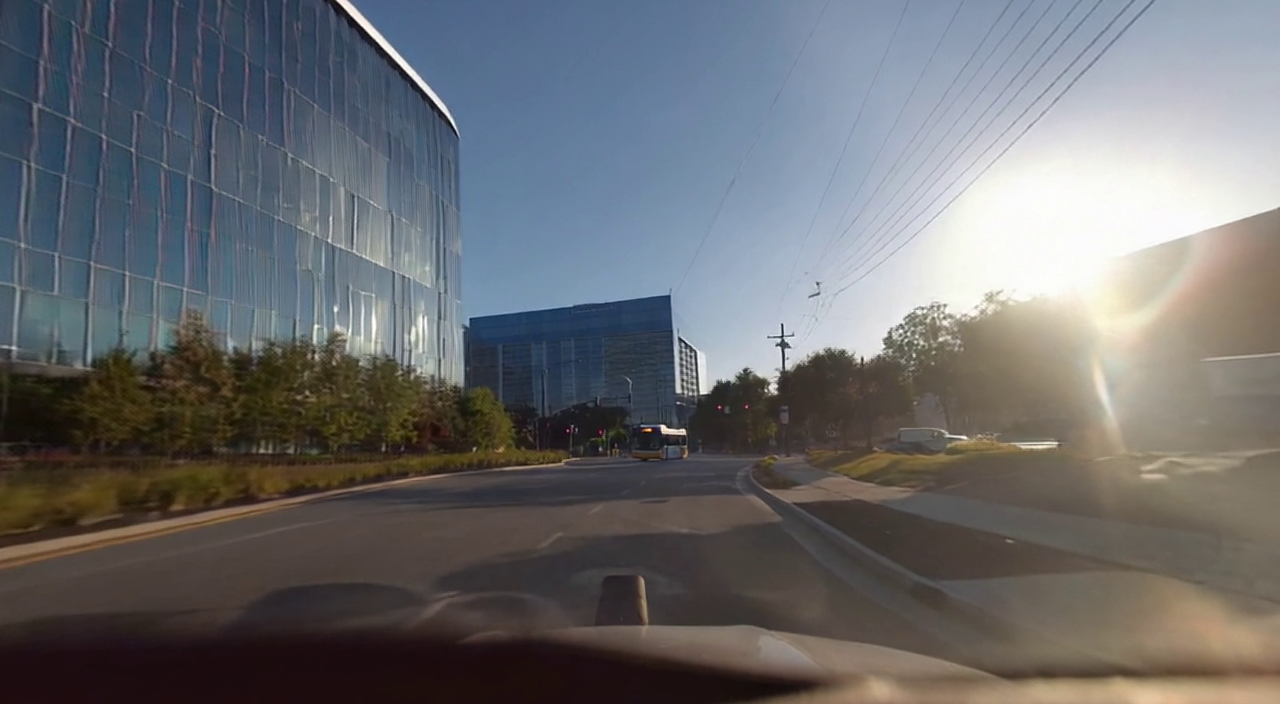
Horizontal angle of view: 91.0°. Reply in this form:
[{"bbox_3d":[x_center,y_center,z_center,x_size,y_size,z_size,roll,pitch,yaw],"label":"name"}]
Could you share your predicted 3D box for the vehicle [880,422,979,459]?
[{"bbox_3d":[16.719,5.177,36.599,4.647,1.951,2.304,-3,-10,10],"label":"vehicle"}]
